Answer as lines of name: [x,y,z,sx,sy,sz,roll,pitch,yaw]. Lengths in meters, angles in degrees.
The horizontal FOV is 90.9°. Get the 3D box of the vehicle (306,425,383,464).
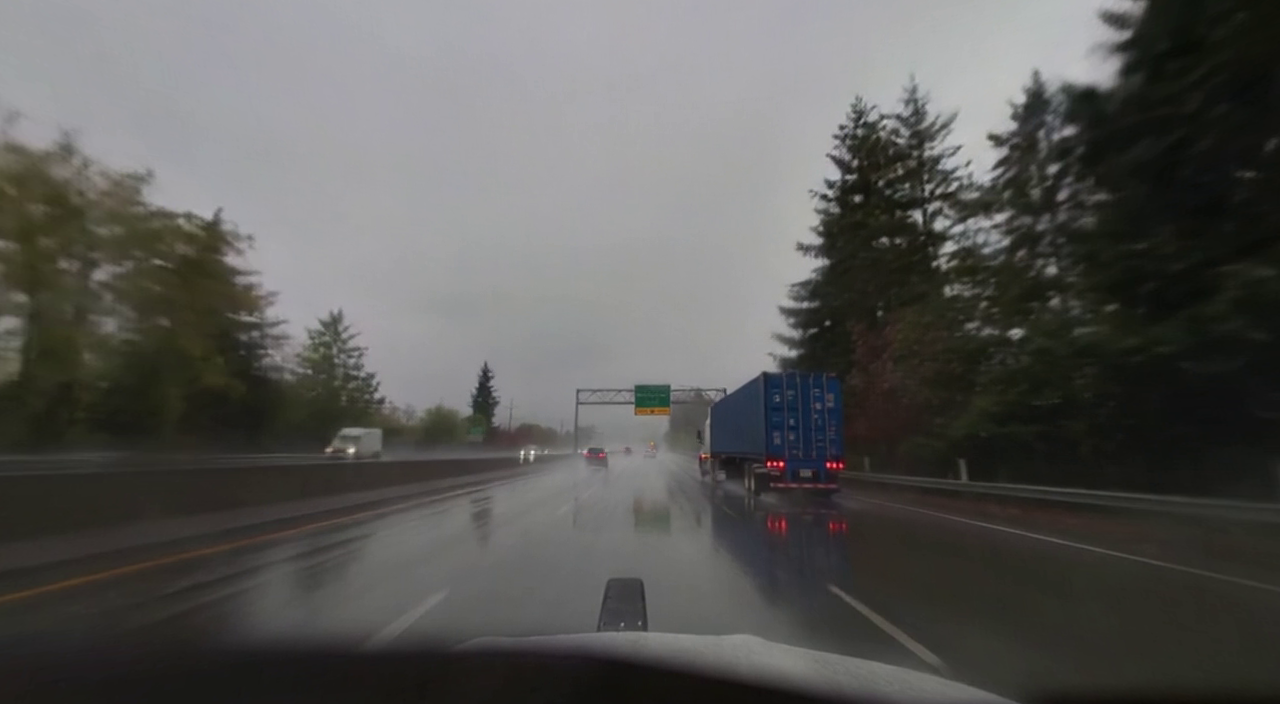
vehicle: [-20.146,6.417,43.368,2.281,2.459,6.049,-1,-9,1]

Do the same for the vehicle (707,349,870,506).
vehicle: [4.487,2.935,22.757,2.821,4.046,12.876,0,-9,0]
